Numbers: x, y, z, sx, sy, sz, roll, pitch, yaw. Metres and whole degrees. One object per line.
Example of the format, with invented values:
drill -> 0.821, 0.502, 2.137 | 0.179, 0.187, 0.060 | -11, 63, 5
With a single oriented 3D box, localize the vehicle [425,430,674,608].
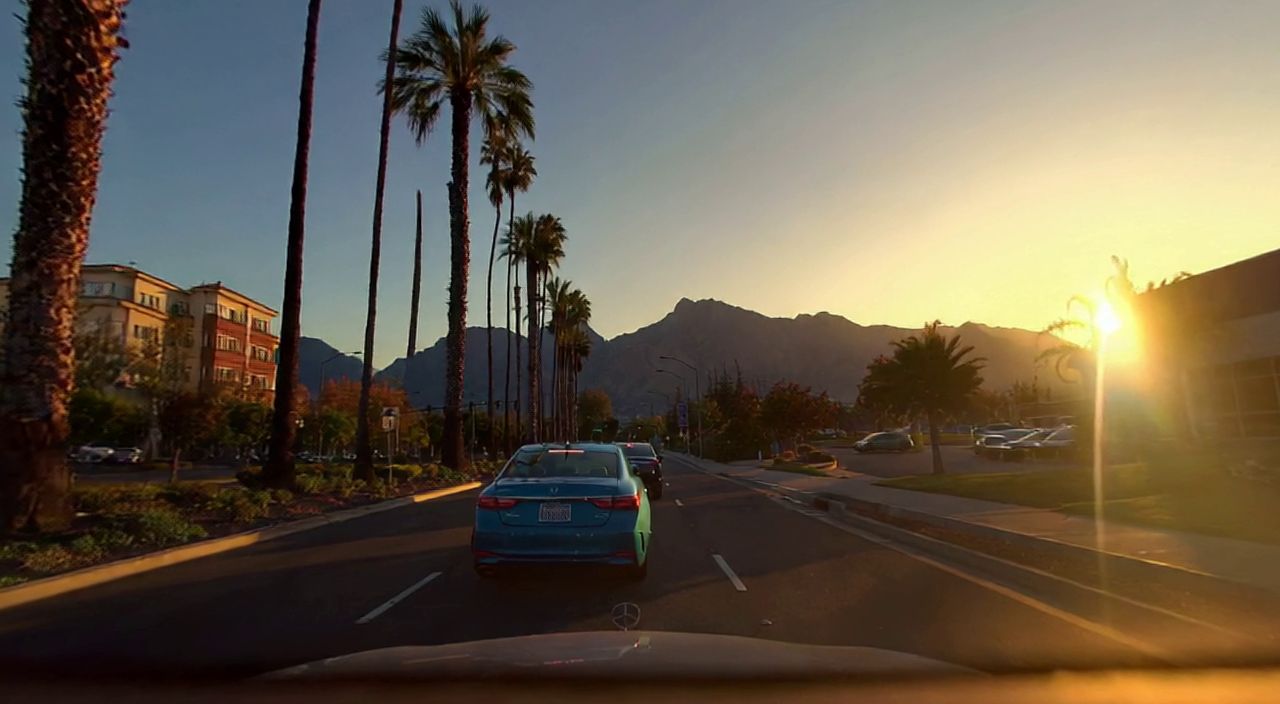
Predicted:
vehicle -> -0.827, 1.685, 7.294 | 2.067, 1.459, 3.886 | 0, -8, -2

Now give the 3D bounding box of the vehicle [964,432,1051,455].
vehicle -> 24.706, 6.179, 42.584 | 4.640, 1.526, 1.961 | 0, -8, 2

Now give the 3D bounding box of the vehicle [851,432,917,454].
vehicle -> 19.189, 7.194, 49.800 | 1.925, 1.652, 4.490 | 6, -10, -34
